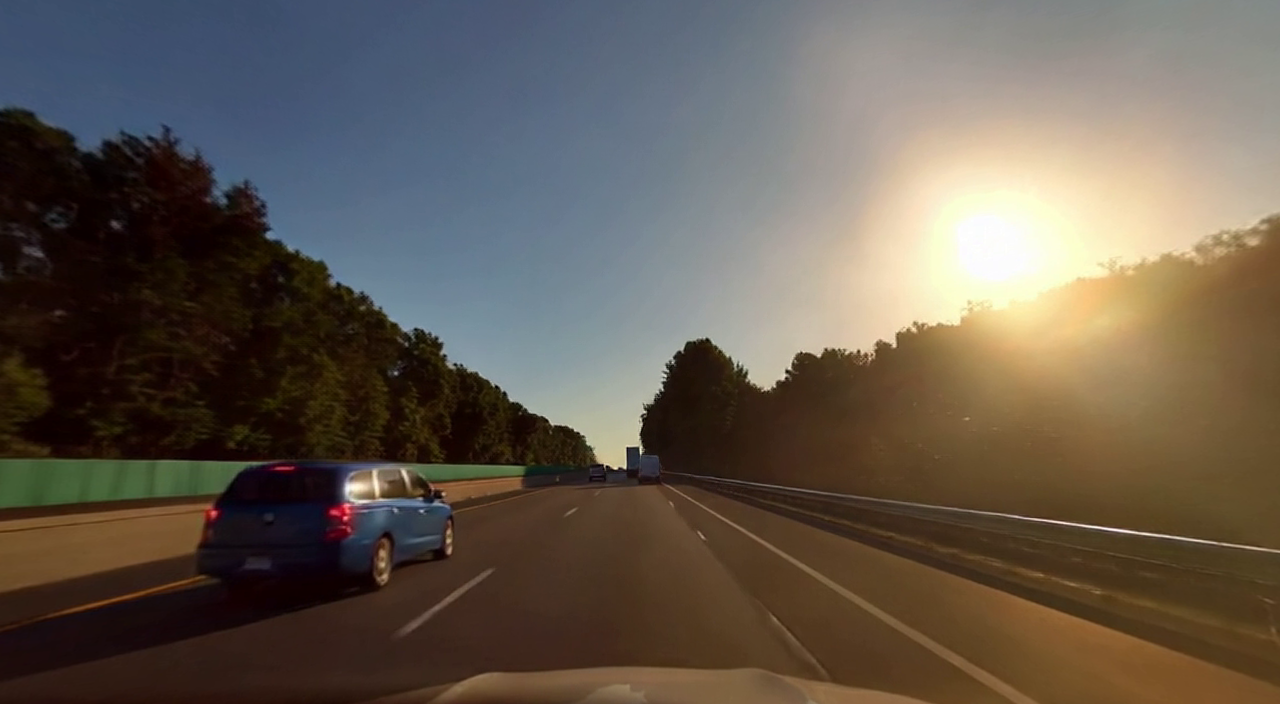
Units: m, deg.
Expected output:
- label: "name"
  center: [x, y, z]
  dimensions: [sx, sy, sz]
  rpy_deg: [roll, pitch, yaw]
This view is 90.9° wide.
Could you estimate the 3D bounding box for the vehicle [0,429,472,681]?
- label: "vehicle"
  center: [-3.269, 1.643, 6.095]
  dimensions: [2.038, 1.490, 4.391]
  rpy_deg: [1, -11, 0]
